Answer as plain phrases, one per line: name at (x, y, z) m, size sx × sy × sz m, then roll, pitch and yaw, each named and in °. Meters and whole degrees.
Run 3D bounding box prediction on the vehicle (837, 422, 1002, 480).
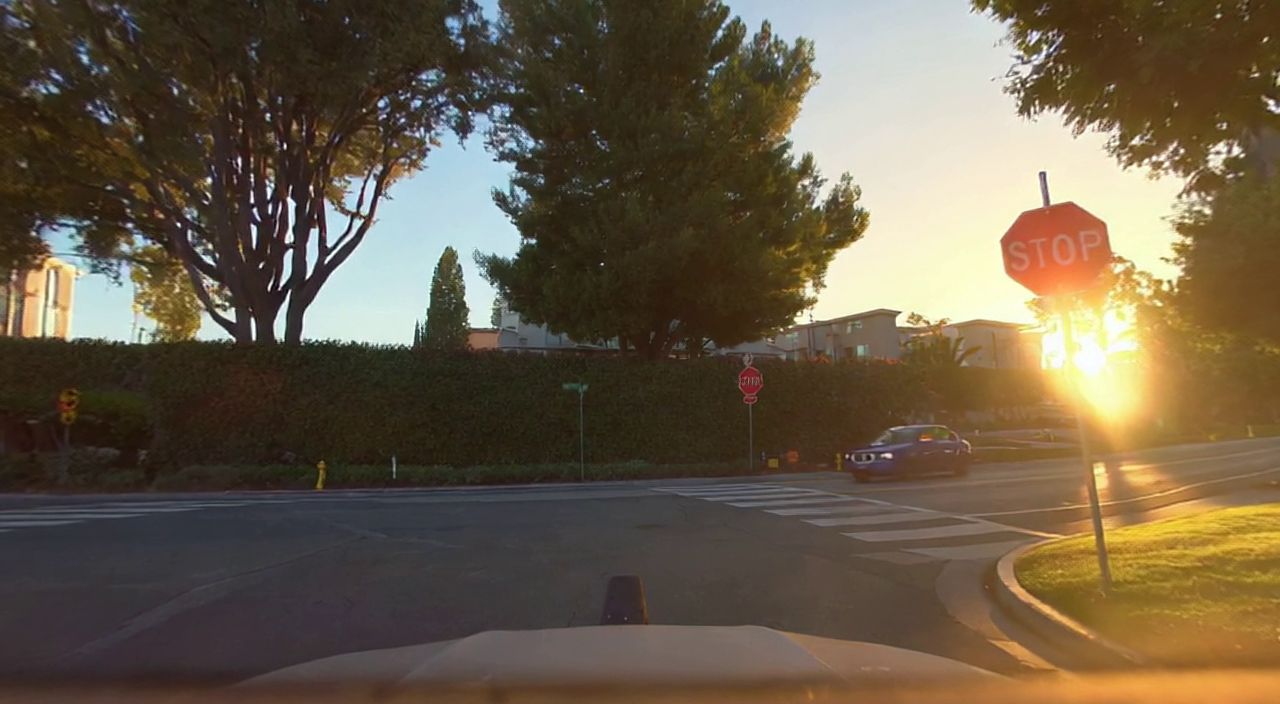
vehicle at (8.110, 2.837, 18.231) m, size 4.473 × 1.474 × 2.108 m, roll 5°, pitch -10°, yaw -31°
